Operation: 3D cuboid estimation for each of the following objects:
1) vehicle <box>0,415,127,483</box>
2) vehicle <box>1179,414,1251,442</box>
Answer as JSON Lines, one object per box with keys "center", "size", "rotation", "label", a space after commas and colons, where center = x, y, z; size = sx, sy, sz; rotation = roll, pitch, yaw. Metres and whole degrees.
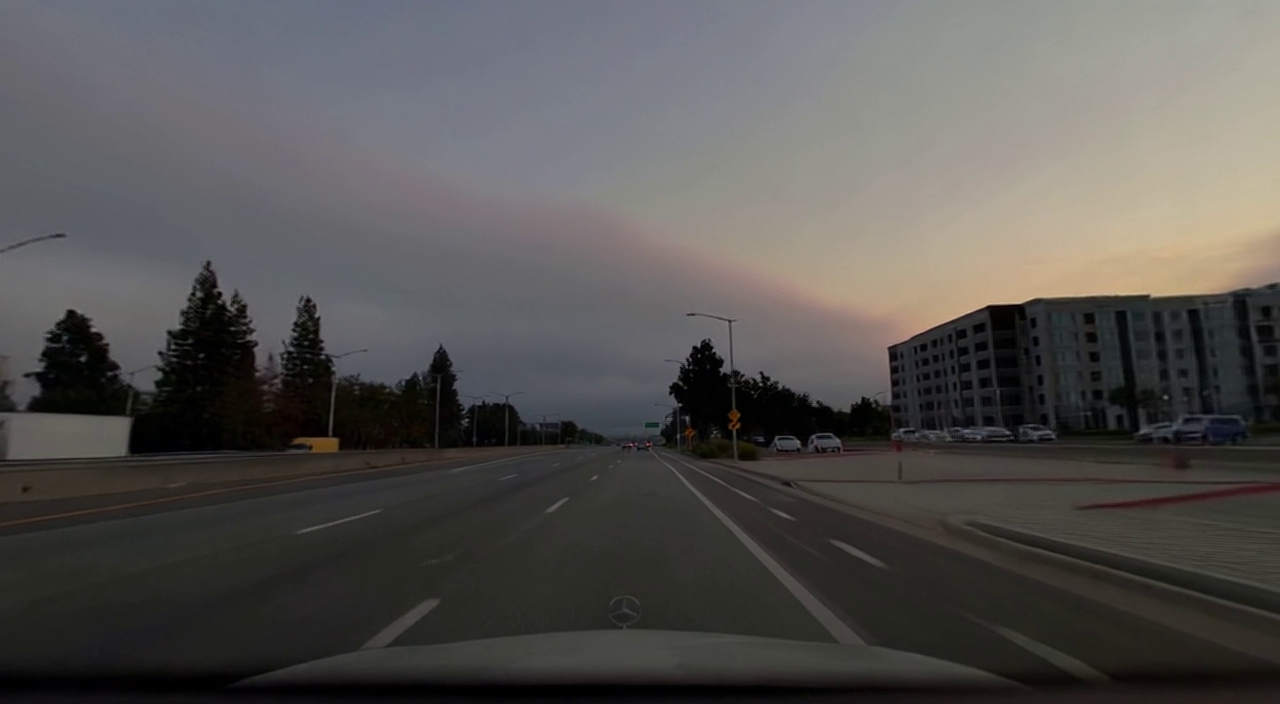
{"center": [-39.205, 6.142, 39.887], "size": [3.190, 3.960, 12.082], "rotation": [0, -8, 1], "label": "vehicle"}
{"center": [44.396, 5.917, 48.656], "size": [5.546, 2.037, 2.222], "rotation": [4, -9, -29], "label": "vehicle"}
